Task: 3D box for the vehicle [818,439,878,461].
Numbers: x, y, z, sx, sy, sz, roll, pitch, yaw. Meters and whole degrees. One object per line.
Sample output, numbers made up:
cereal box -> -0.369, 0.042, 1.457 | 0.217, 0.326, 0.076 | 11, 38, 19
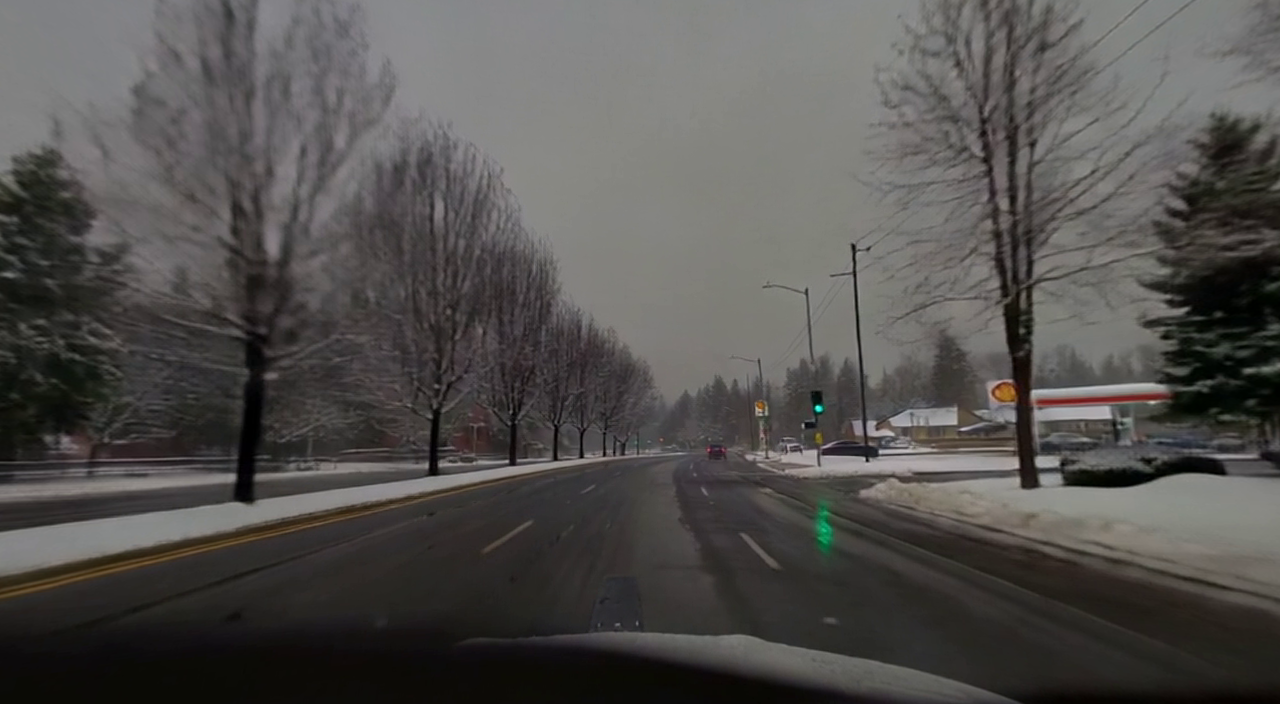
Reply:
vehicle -> 16.175, 7.677, 49.093 | 4.744, 1.475, 2.008 | 9, -16, -38
